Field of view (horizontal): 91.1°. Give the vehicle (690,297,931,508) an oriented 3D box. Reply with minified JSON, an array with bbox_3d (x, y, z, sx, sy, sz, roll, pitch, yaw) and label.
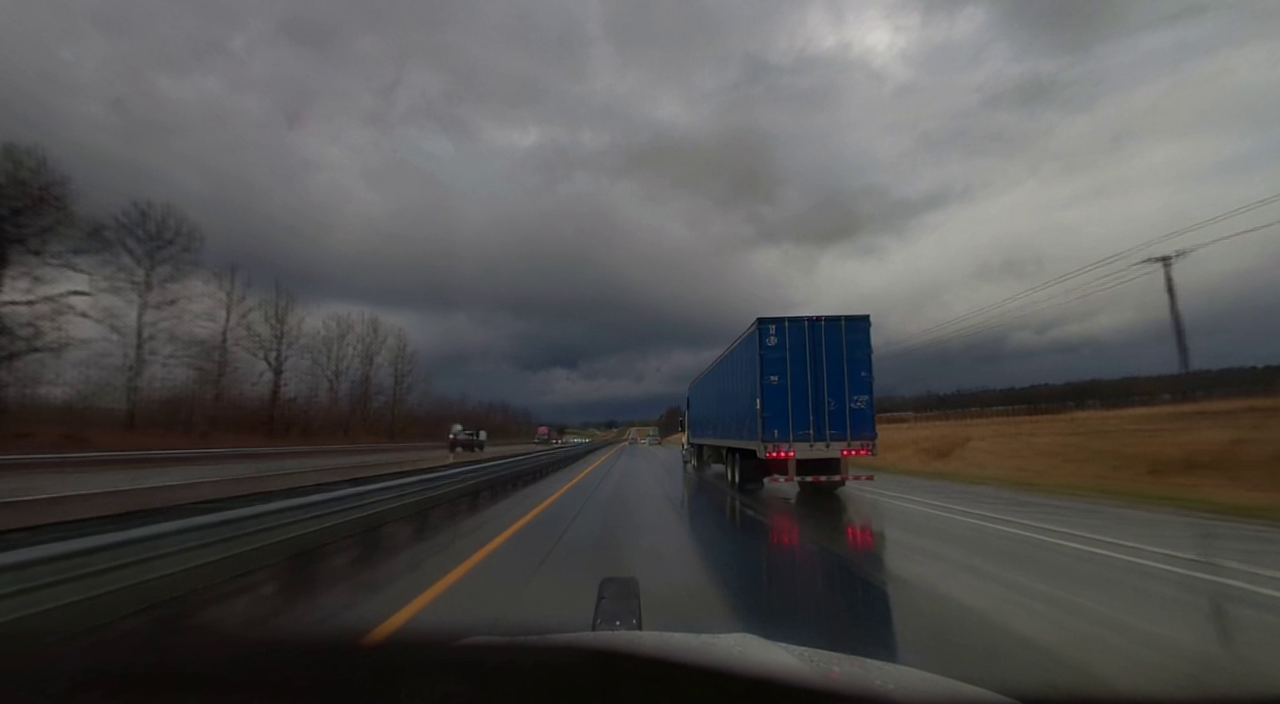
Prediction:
[{"bbox_3d":[4.105,2.129,21.276,3.203,4.273,17.131,0,-8,-1],"label":"vehicle"}]
